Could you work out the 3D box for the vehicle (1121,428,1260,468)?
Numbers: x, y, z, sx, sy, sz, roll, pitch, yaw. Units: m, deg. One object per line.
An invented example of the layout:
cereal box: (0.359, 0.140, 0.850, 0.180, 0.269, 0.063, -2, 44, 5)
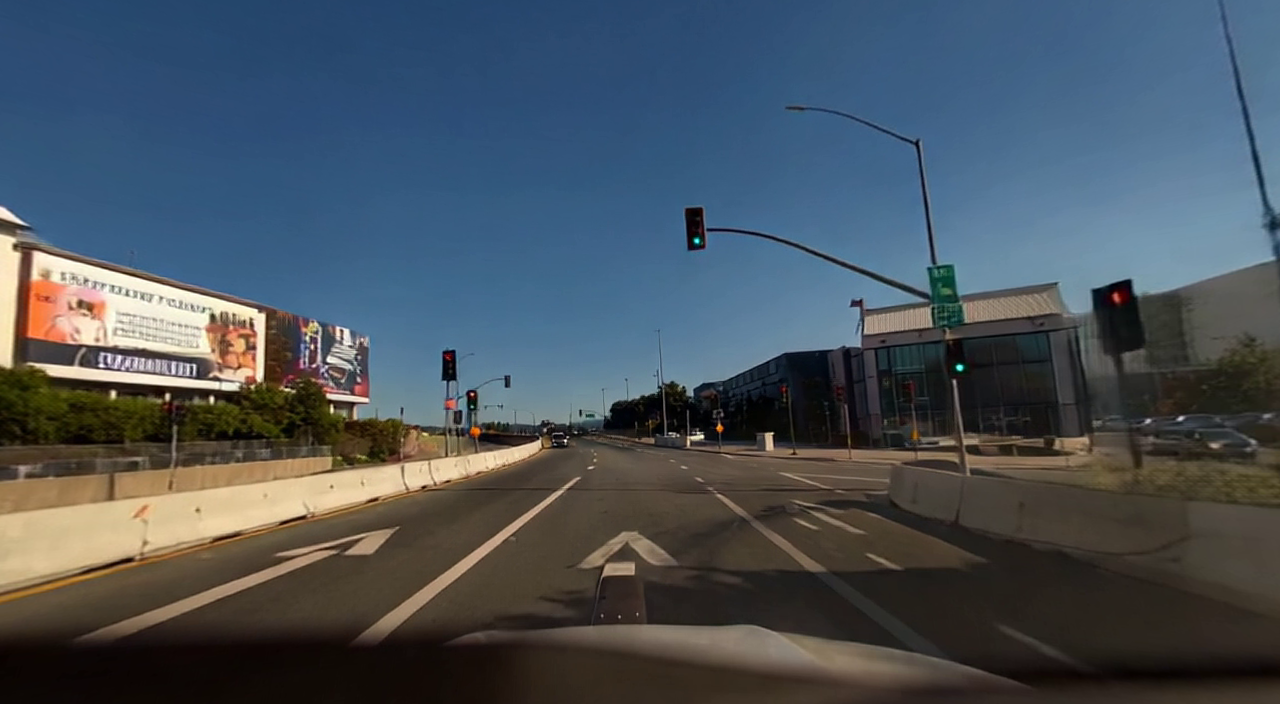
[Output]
vehicle: (22.474, 3.934, 25.781, 1.717, 1.486, 3.824, 4, -10, -32)
